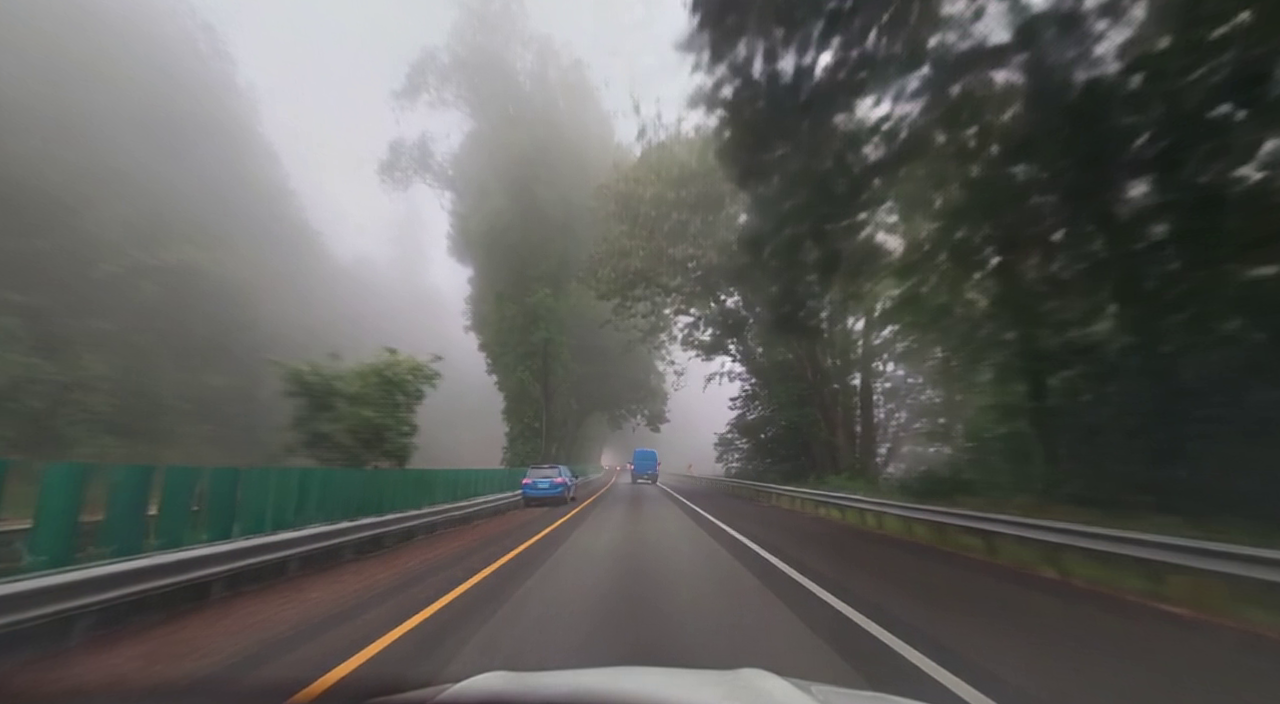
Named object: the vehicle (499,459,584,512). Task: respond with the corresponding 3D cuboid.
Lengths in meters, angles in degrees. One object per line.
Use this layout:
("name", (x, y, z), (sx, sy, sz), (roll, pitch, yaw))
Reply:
("vehicle", (-3.074, 4.332, 20.672), (2.038, 1.490, 4.391), (1, -11, 0))
